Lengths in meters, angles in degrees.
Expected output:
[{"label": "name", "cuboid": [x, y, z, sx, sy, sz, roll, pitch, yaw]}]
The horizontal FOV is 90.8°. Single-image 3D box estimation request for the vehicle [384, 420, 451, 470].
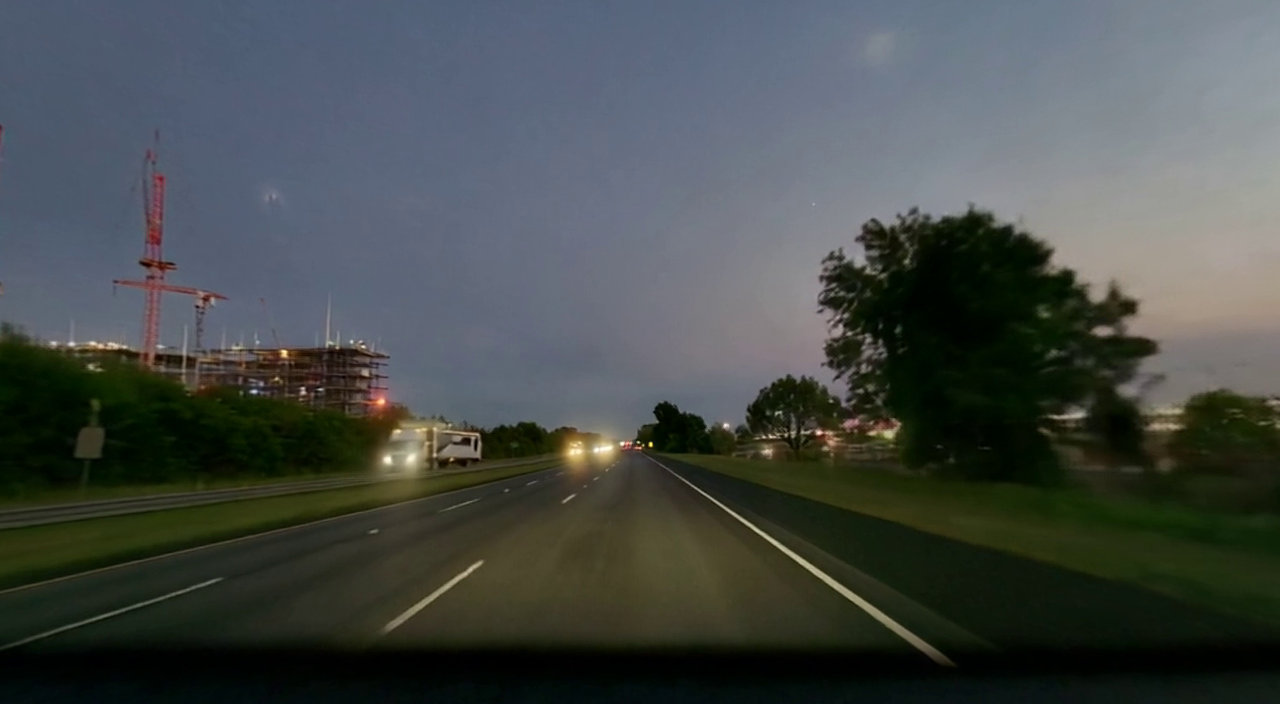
[{"label": "vehicle", "cuboid": [-17.173, 7.249, 49.168, 3.004, 3.663, 5.895, 0, -9, 0]}]
